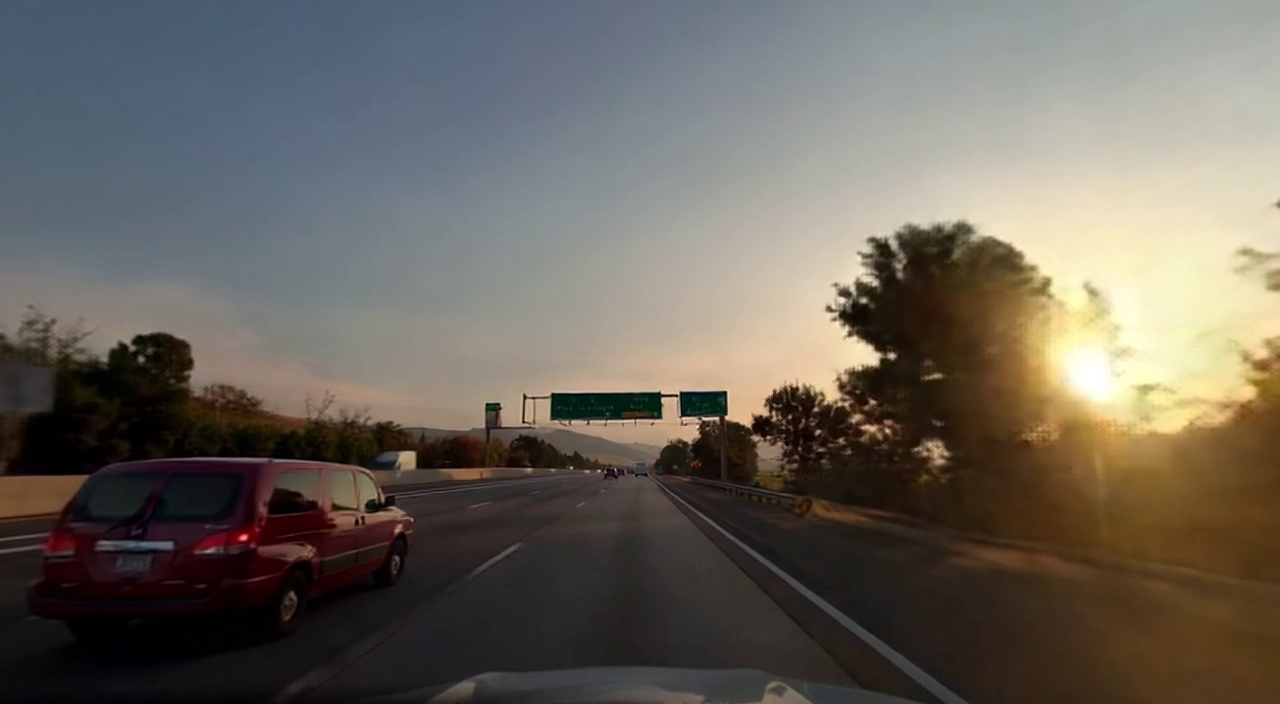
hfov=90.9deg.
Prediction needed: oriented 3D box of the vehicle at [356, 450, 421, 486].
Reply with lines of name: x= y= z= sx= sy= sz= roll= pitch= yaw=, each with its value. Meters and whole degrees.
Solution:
vehicle: x=-19.070 y=8.880 z=48.178 sx=2.391 sy=2.511 sz=5.870 roll=1 pitch=-10 yaw=1
